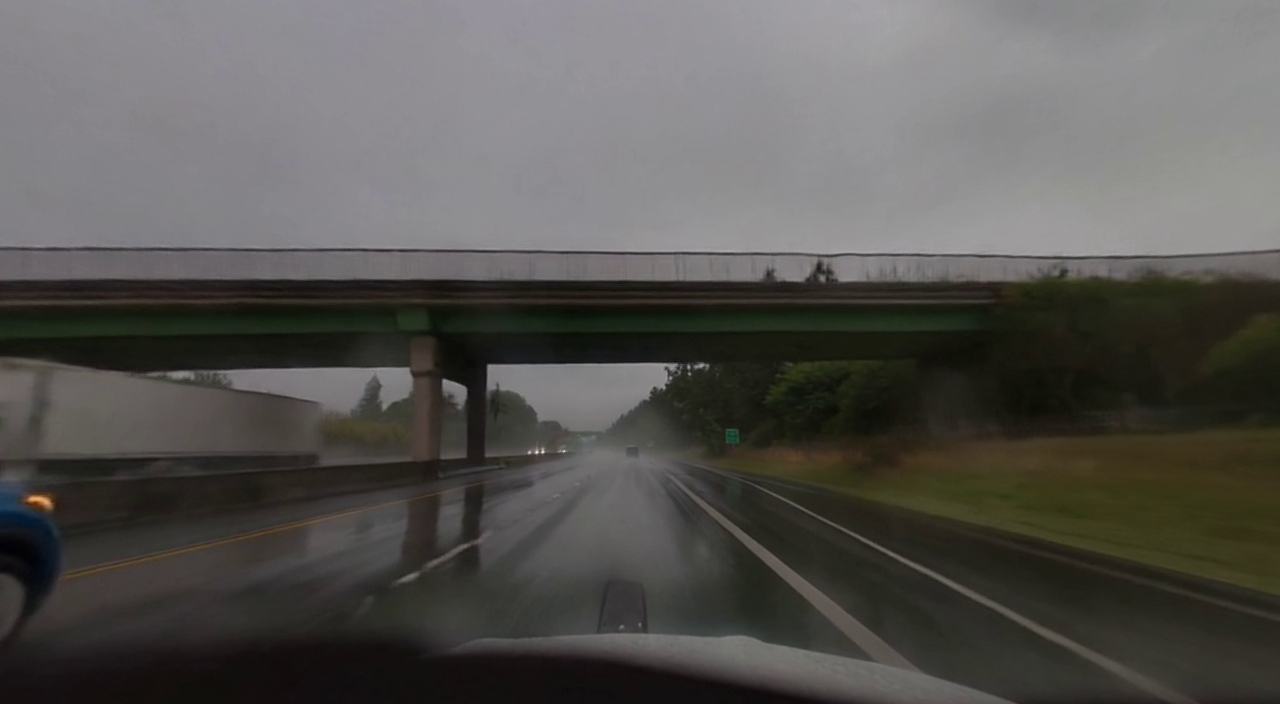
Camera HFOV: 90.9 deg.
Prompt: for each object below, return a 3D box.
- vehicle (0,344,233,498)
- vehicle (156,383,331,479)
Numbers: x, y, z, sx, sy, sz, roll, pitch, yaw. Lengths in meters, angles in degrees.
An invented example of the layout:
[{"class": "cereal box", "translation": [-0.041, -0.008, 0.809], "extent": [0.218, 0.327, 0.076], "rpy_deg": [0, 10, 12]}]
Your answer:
[{"class": "vehicle", "translation": [-18.262, 2.458, 20.638], "extent": [2.912, 3.980, 10.503], "rpy_deg": [0, -9, -1]}, {"class": "vehicle", "translation": [-18.452, 3.902, 30.291], "extent": [2.852, 3.960, 8.405], "rpy_deg": [0, -9, -1]}]
